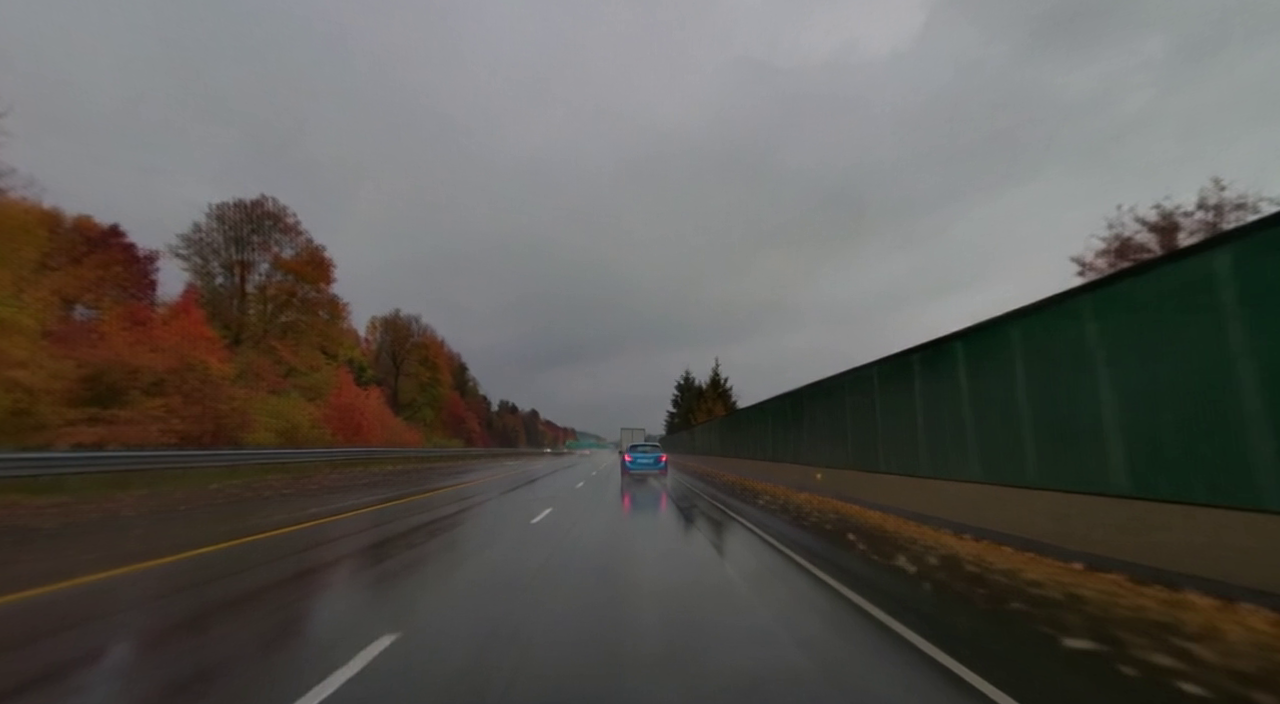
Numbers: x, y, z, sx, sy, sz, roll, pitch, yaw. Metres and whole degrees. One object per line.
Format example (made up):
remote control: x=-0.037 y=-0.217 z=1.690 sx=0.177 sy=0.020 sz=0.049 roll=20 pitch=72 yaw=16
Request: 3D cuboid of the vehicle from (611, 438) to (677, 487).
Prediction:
vehicle: x=0.080 y=3.775 z=21.872 sx=2.057 sy=1.516 sz=4.065 roll=0 pitch=-8 yaw=-1
